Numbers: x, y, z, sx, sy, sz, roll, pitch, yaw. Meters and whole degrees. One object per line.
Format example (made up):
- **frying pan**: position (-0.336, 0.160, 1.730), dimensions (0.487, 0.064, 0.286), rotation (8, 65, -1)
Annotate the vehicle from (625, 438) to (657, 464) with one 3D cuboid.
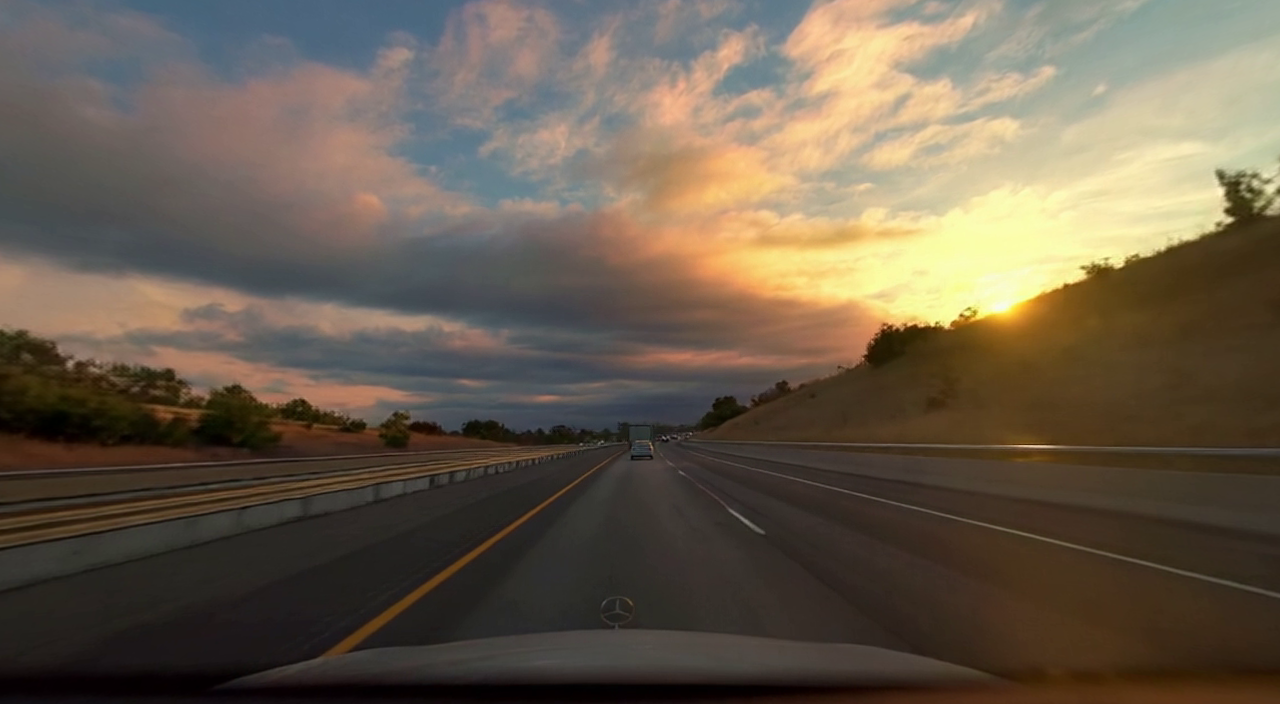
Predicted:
- **vehicle**: position (0.035, 6.790, 43.234), dimensions (2.059, 1.696, 4.165), rotation (0, -8, -1)
